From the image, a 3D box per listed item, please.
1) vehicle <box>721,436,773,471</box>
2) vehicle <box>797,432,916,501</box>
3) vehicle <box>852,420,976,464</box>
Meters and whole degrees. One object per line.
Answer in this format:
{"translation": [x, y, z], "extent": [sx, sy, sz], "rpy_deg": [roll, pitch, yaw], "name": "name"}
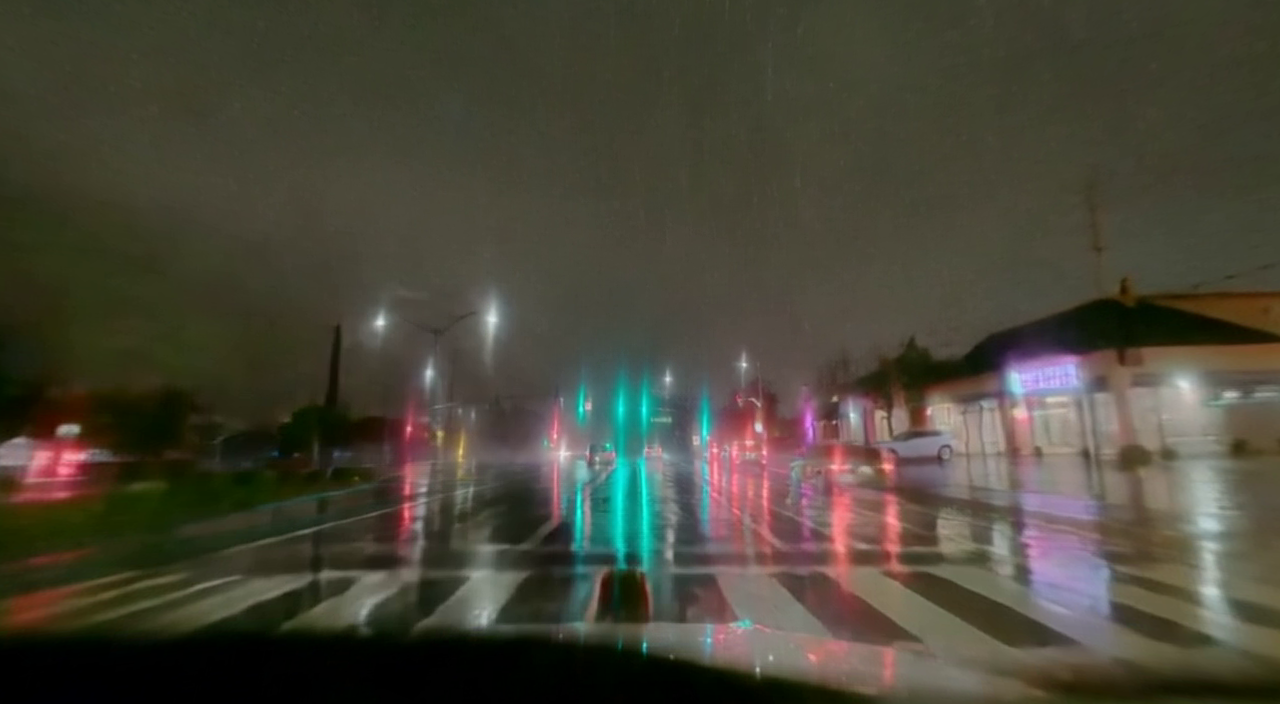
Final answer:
{"translation": [5.885, 5.613, 35.267], "extent": [2.069, 1.776, 4.797], "rpy_deg": [0, -8, 0], "name": "vehicle"}
{"translation": [5.903, 3.122, 17.726], "extent": [1.955, 1.679, 3.890], "rpy_deg": [0, -8, 0], "name": "vehicle"}
{"translation": [12.326, 4.092, 28.628], "extent": [4.571, 1.827, 2.260], "rpy_deg": [1, -8, -1], "name": "vehicle"}
